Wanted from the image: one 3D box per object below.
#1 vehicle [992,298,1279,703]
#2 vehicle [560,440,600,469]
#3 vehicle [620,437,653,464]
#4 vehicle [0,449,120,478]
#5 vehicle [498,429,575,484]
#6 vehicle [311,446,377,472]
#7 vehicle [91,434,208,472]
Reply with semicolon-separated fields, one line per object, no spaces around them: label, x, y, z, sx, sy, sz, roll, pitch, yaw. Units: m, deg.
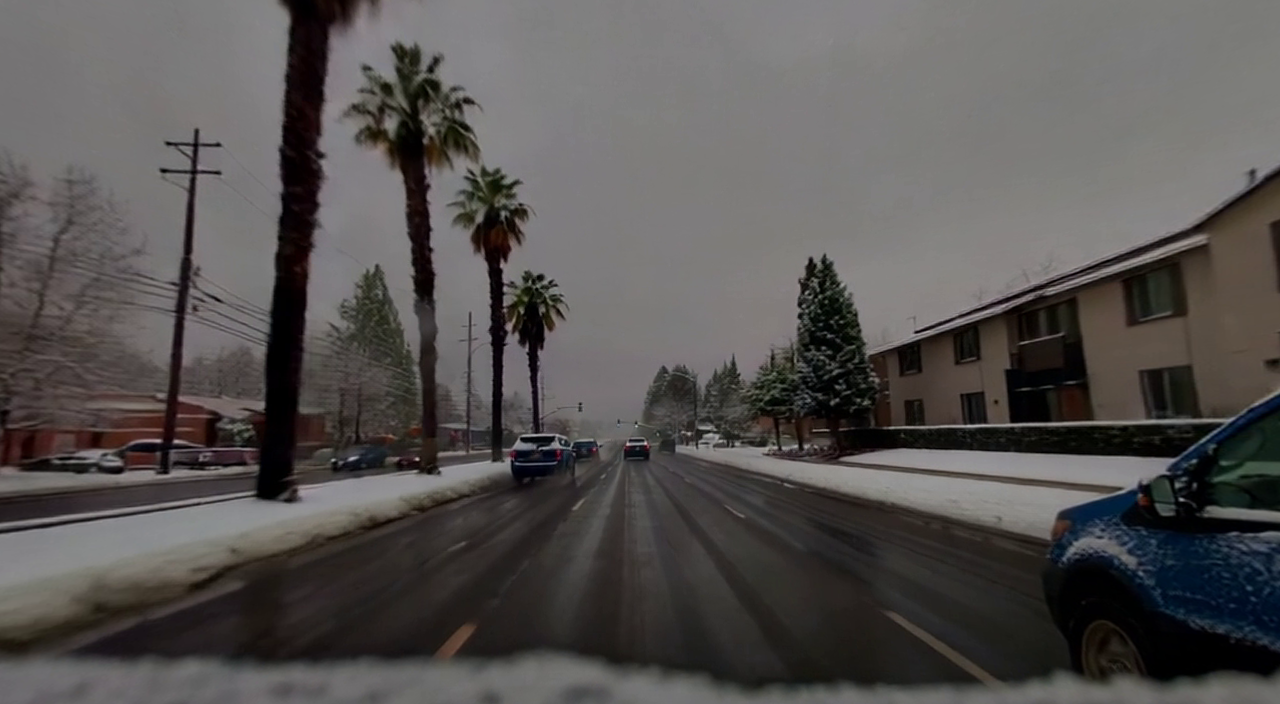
vehicle;3.699;0.678;2.075;2.234;1.912;4.847;0;-8;0
vehicle;-3.219;5.587;34.662;1.869;1.454;4.142;0;-8;-1
vehicle;-0.275;6.729;43.447;2.191;1.761;3.857;0;-8;-2
vehicle;-30.509;5.854;33.258;4.474;1.393;1.920;1;-7;-1
vehicle;-3.482;3.611;22.020;1.967;1.703;4.157;0;-8;0
vehicle;-18.729;6.776;40.226;1.911;1.479;4.713;0;-8;1
vehicle;-30.264;6.233;39.085;5.583;2.103;2.086;-1;-6;2
